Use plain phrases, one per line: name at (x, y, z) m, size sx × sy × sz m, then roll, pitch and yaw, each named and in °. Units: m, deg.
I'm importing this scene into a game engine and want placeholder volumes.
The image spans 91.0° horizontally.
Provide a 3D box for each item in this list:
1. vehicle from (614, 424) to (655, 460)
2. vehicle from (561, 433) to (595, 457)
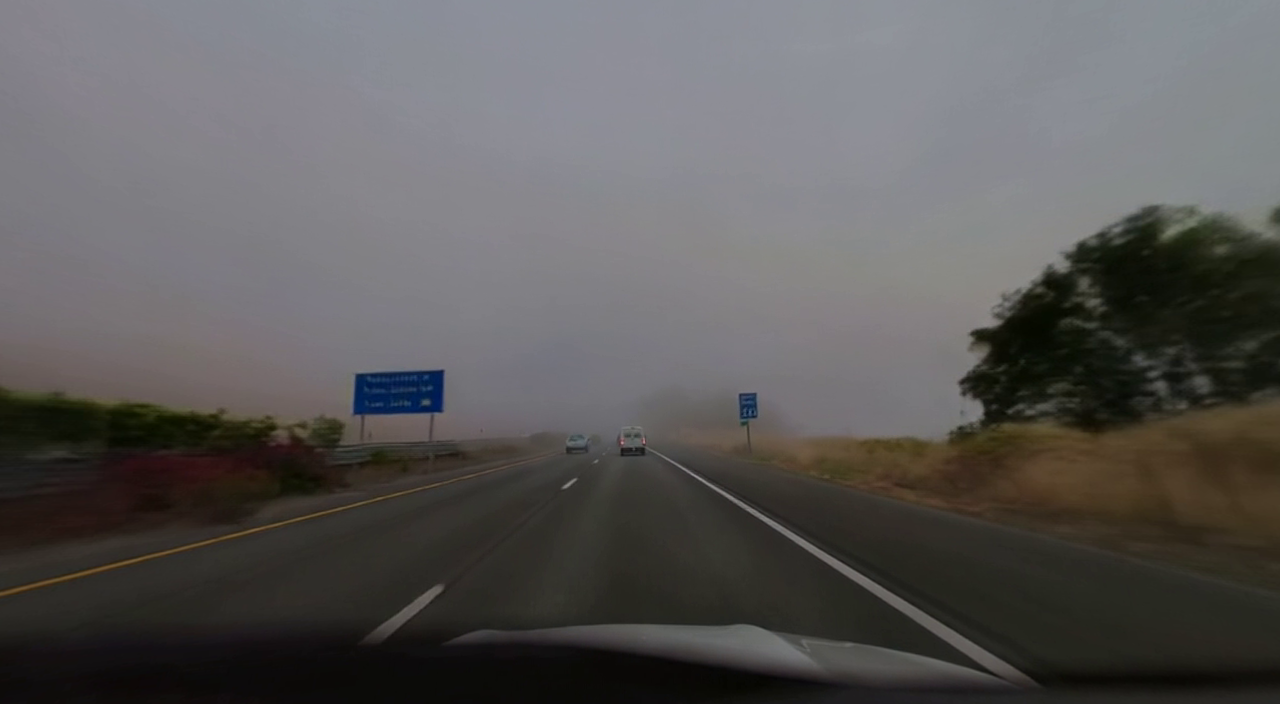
vehicle at (-0.370, 5.173, 36.253) m, size 2.223 × 1.957 × 4.416 m, roll 0°, pitch -8°, yaw -2°
vehicle at (-4.409, 6.633, 45.032) m, size 2.062 × 1.567 × 4.117 m, roll 0°, pitch -8°, yaw -1°
